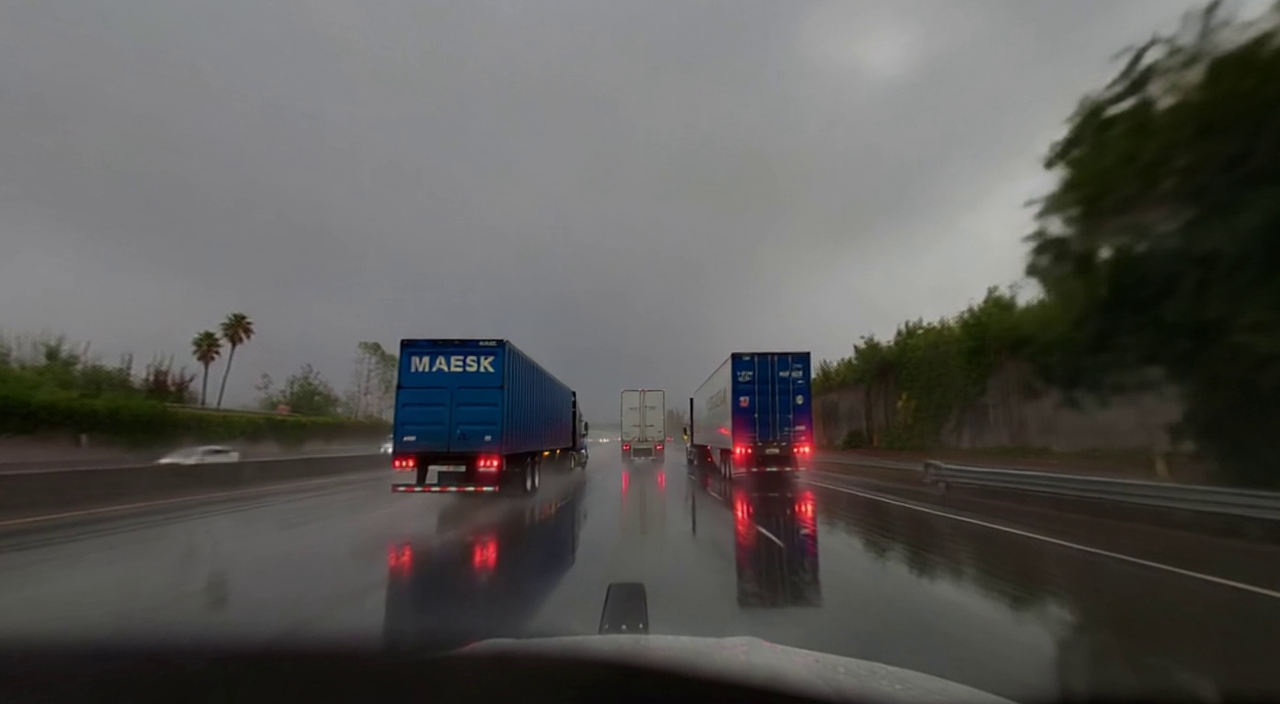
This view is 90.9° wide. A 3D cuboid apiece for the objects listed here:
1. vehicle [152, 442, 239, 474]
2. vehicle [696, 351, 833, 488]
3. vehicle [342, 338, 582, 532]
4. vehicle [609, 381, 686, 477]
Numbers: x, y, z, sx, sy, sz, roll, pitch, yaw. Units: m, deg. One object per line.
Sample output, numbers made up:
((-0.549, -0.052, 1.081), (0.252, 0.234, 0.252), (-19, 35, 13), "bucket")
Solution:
((-23.802, 5.643, 33.959), (1.697, 1.596, 4.029), (0, -8, 0), "vehicle")
((4.410, 3.074, 26.479), (2.887, 4.178, 14.553), (0, -8, 0), "vehicle")
((-3.464, 2.157, 16.091), (2.786, 3.228, 11.082), (0, -8, 1), "vehicle")
((0.447, 4.410, 34.705), (3.097, 3.856, 18.209), (0, -8, 1), "vehicle")
